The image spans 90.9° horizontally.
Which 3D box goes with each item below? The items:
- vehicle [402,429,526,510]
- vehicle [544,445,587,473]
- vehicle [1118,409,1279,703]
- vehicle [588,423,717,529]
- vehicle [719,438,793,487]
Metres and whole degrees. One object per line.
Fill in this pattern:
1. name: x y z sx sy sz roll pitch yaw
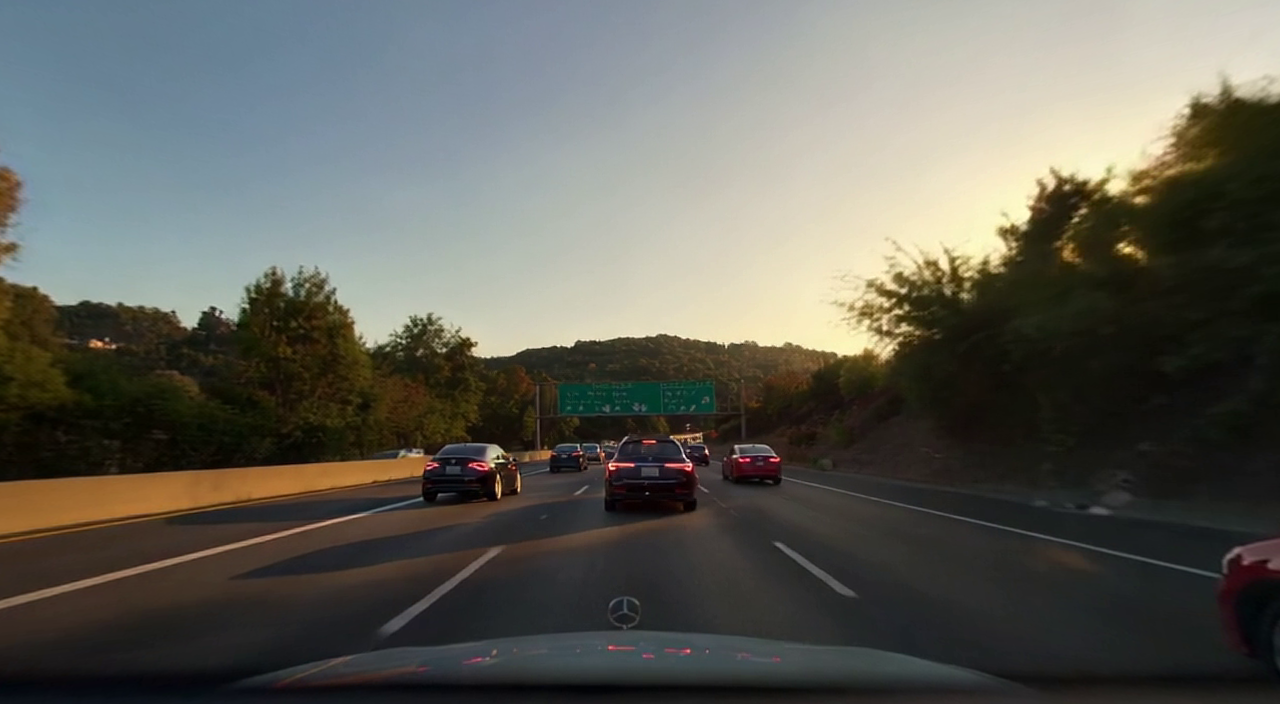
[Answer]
1. vehicle: -4.131 2.832 15.498 1.890 1.708 3.844 0 -9 0
2. vehicle: -4.112 5.997 35.476 1.910 1.468 3.781 0 -9 1
3. vehicle: 3.689 0.744 1.242 1.953 1.434 4.511 0 -9 0
4. vehicle: 0.193 2.315 12.185 2.093 1.695 3.782 0 -9 0
5. vehicle: 4.064 3.939 22.698 1.905 1.590 3.746 0 -9 -1
